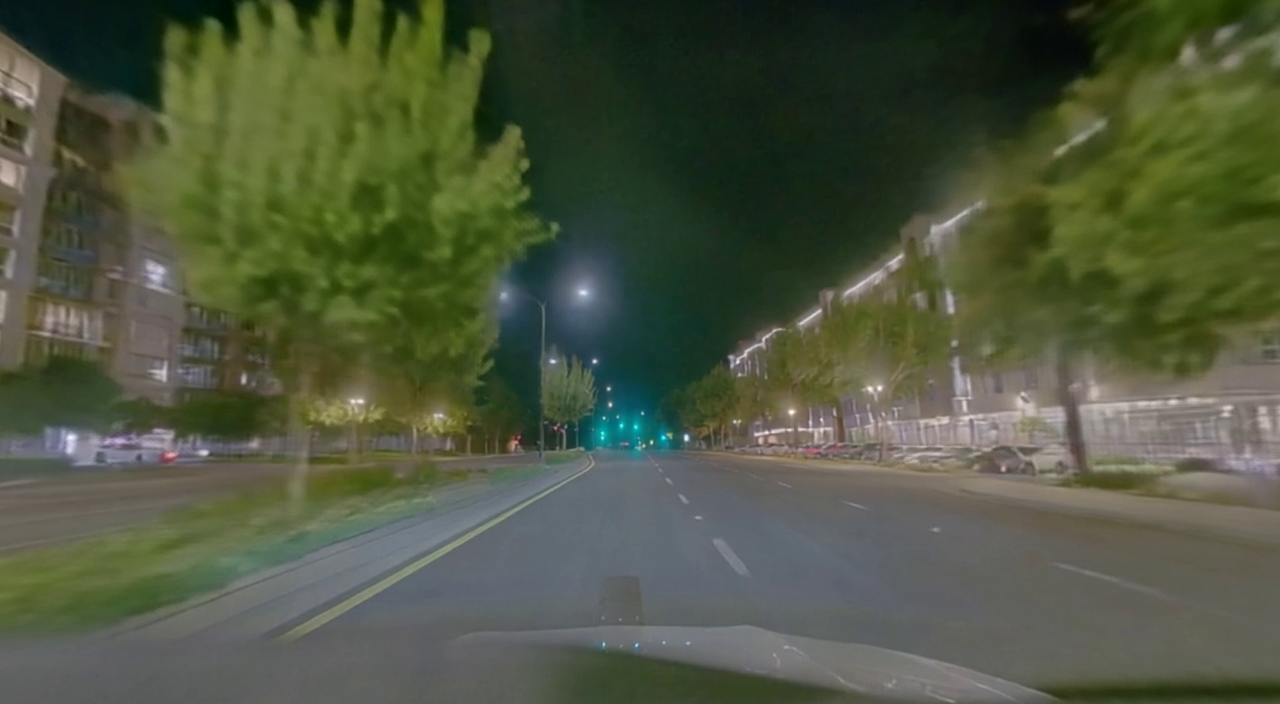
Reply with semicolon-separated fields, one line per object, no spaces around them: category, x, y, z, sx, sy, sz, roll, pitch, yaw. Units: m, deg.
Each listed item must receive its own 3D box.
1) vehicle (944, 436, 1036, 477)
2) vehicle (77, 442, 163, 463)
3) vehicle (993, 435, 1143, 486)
vehicle;15.971;4.778;29.110;1.950;1.704;4.518;-1;-9;5
vehicle;-37.183;7.179;45.256;4.369;1.465;1.900;1;-9;-5
vehicle;15.586;3.956;23.408;2.006;1.683;4.643;0;-9;-4
